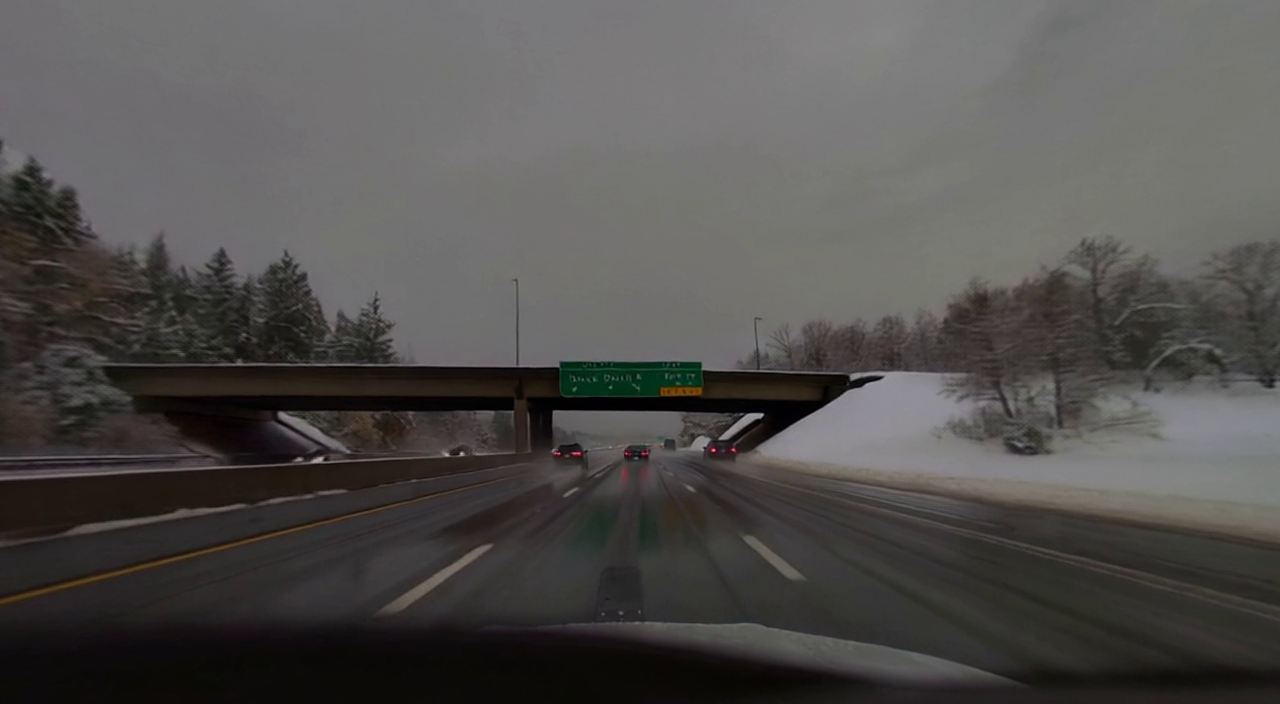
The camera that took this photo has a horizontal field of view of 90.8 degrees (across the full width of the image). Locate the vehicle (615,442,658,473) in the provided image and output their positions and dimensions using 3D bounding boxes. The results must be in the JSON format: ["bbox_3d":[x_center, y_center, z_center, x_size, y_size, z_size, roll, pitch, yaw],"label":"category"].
[{"bbox_3d":[-0.148,5.390,32.466,2.075,1.486,4.007,0,-8,1],"label":"vehicle"}]

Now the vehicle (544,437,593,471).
[{"bbox_3d":[-3.969,5.742,35.654,2.113,1.756,4.471,0,-8,2],"label":"vehicle"}]

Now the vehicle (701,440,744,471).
[{"bbox_3d":[4.643,5.893,36.098,1.936,1.625,3.991,0,-8,1],"label":"vehicle"}]

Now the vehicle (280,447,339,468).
[{"bbox_3d":[-24.436,7.803,46.912,1.822,1.437,4.575,0,-8,1],"label":"vehicle"}]
